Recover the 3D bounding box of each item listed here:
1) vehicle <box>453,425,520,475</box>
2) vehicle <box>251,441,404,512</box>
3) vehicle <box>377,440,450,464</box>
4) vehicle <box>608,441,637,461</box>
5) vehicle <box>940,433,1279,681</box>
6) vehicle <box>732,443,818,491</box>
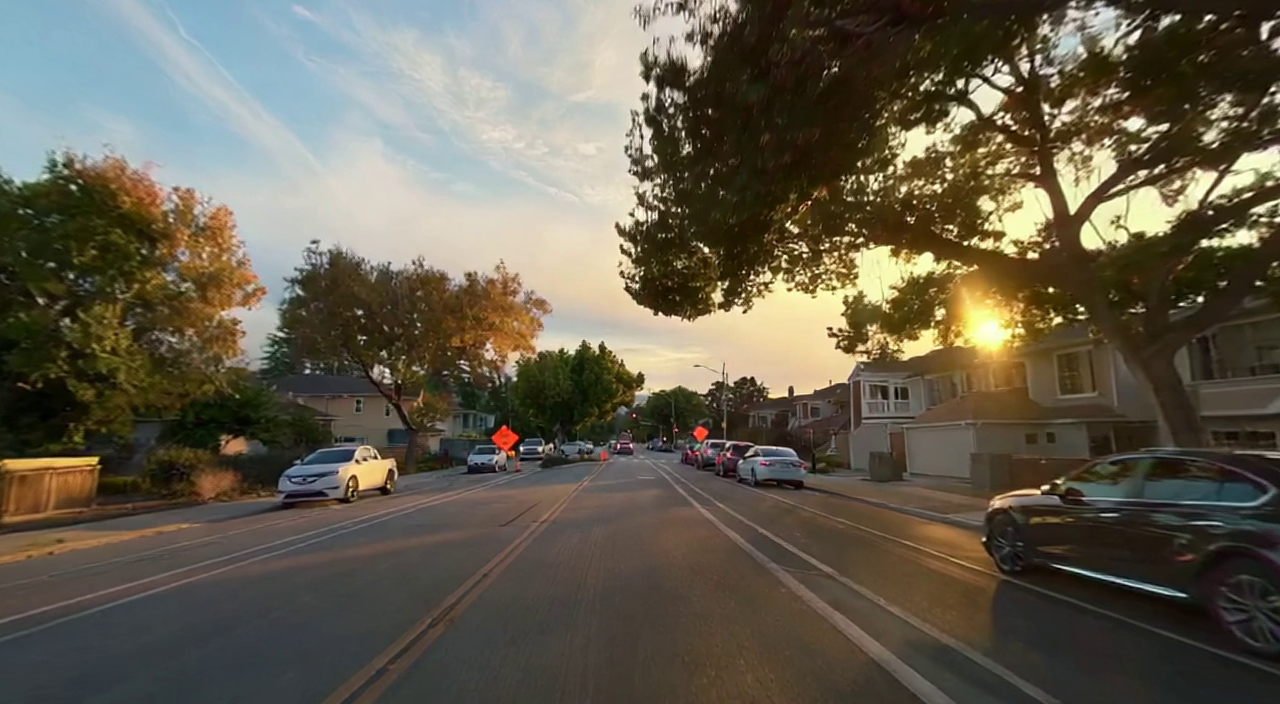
[{"bbox_3d":[-8.486,5.477,35.315,2.526,2.631,4.228,0,-8,2],"label":"vehicle"},{"bbox_3d":[-8.351,3.325,17.413,1.950,1.672,4.664,0,-8,-2],"label":"vehicle"},{"bbox_3d":[-17.208,7.620,47.951,4.779,1.823,1.964,0,-9,-1],"label":"vehicle"},{"bbox_3d":[-1.360,7.864,49.985,2.151,1.481,4.084,0,-8,0],"label":"vehicle"},{"bbox_3d":[4.812,1.468,5.299,2.027,1.493,4.679,1,-9,-4],"label":"vehicle"},{"bbox_3d":[4.496,3.892,21.704,1.912,1.463,4.477,0,-8,-1],"label":"vehicle"}]
